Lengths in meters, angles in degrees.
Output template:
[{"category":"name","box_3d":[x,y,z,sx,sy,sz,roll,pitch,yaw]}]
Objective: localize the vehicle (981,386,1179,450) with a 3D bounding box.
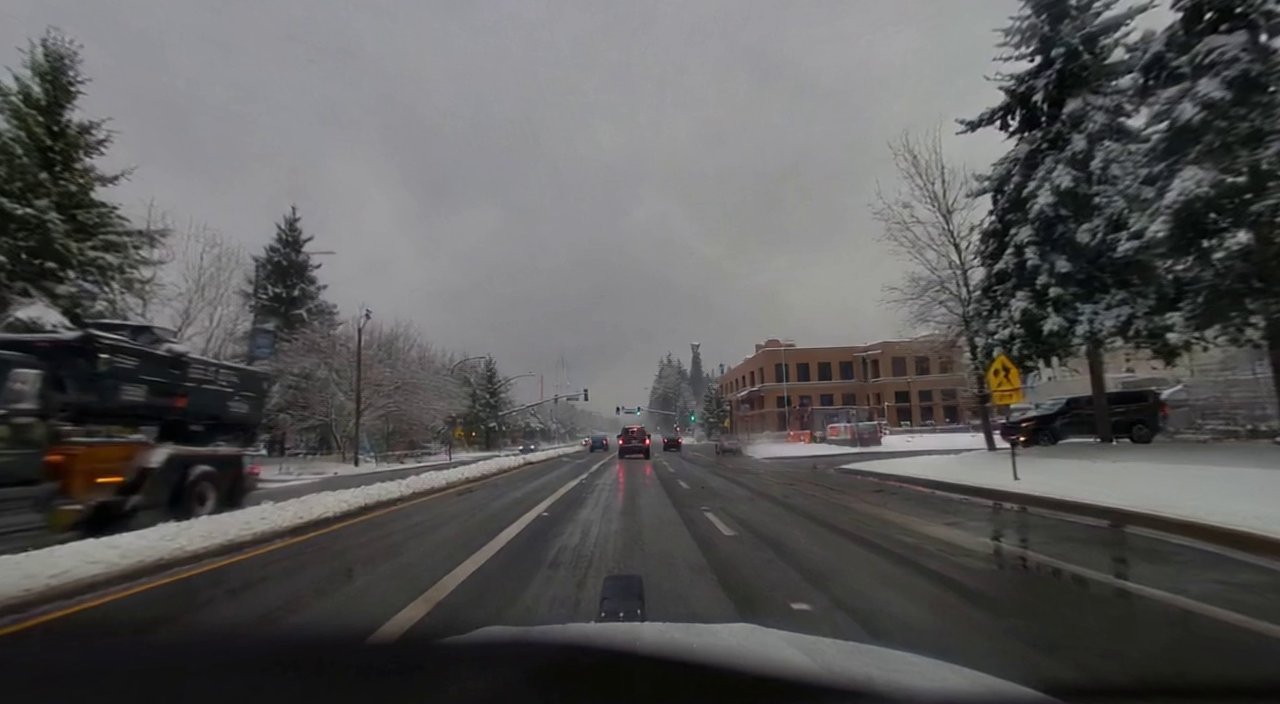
[{"category":"vehicle","box_3d":[16.078,2.546,23.295,5.631,2.106,2.298,-7,-11,38]}]

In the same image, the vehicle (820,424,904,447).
[{"category":"vehicle","box_3d":[15.084,5.729,42.959,4.986,1.467,2.025,-6,-10,34]}]

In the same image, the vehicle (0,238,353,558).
[{"category":"vehicle","box_3d":[-9.576,1.161,11.849,3.014,3.979,11.363,0,-8,0]}]

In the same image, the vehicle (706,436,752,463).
[{"category":"vehicle","box_3d":[5.177,5.751,37.195,2.145,1.503,4.267,0,-8,1]}]

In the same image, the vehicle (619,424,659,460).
[{"category":"vehicle","box_3d":[-0.117,5.701,39.718,2.350,2.122,5.801,0,-8,-1]}]
